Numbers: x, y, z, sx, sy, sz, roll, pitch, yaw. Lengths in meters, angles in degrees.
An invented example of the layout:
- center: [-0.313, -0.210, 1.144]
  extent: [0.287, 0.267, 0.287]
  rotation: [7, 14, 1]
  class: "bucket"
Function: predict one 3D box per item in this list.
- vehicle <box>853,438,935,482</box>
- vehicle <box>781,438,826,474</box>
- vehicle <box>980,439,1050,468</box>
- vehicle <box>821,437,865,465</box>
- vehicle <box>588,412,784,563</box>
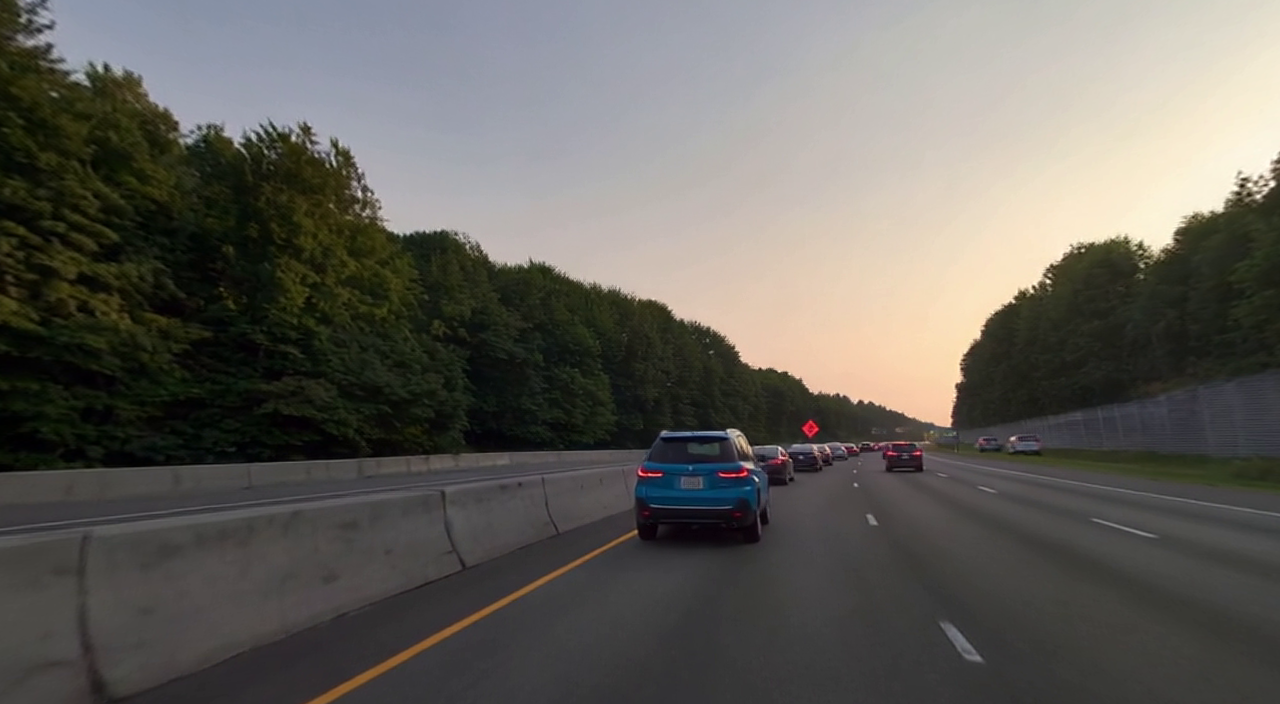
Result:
- center: [9.254, 3.940, 23.325]
  extent: [1.962, 1.442, 4.536]
  rotation: [-2, -8, 11]
  class: "vehicle"
- center: [7.190, 4.561, 27.740]
  extent: [1.755, 1.457, 3.686]
  rotation: [-2, -8, 14]
  class: "vehicle"
- center: [20.239, 5.474, 34.221]
  extent: [1.990, 1.478, 4.475]
  rotation: [-2, -8, 14]
  class: "vehicle"
- center: [12.308, 6.027, 38.353]
  extent: [1.857, 1.584, 3.976]
  rotation: [-1, -8, 9]
  class: "vehicle"
- center: [0.918, 1.802, 9.161]
  extent: [2.021, 1.635, 4.085]
  rotation: [-2, -9, 16]
  class: "vehicle"
